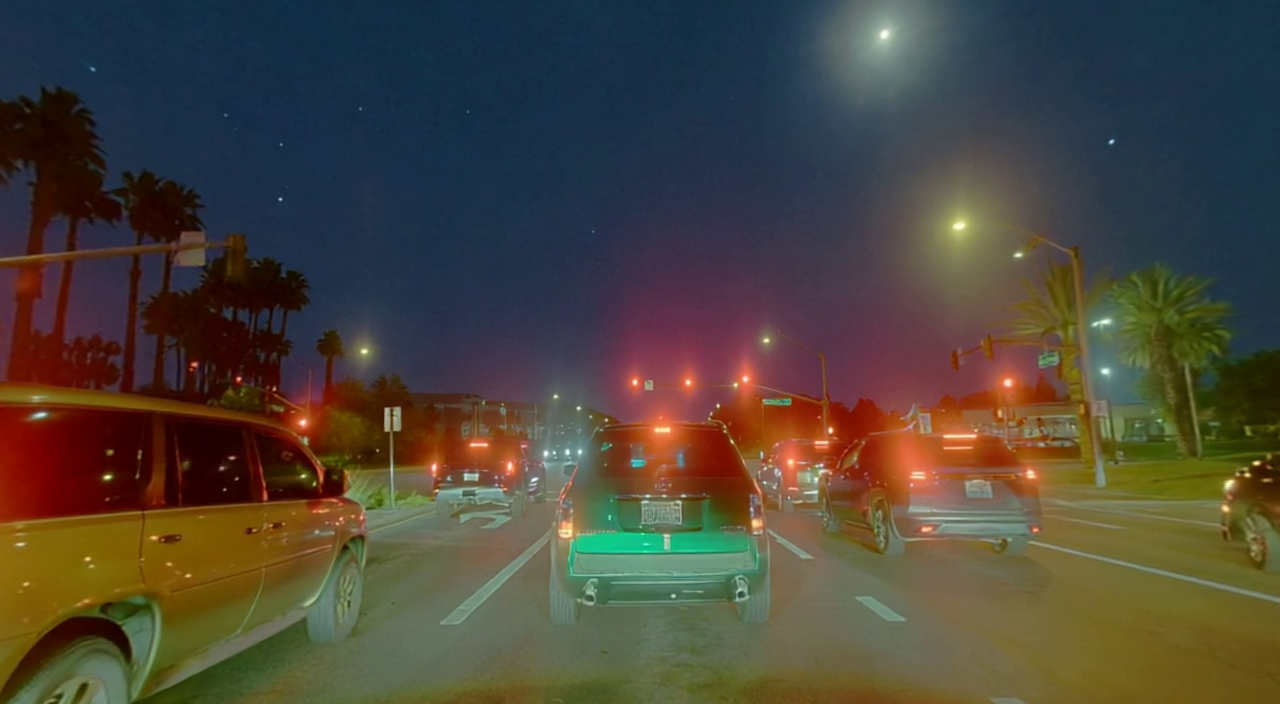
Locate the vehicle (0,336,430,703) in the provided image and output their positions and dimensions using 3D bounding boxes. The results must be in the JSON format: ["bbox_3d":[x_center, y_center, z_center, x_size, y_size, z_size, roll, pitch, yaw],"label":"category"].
[{"bbox_3d":[-3.160,1.087,3.902,2.171,1.702,4.416,0,-9,0],"label":"vehicle"}]

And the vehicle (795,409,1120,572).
[{"bbox_3d":[4.012,1.857,9.301,2.072,1.704,5.170,0,-9,0],"label":"vehicle"}]

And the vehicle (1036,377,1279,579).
[{"bbox_3d":[7.335,1.335,6.862,2.337,1.925,5.728,0,-8,1],"label":"vehicle"}]

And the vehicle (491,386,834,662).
[{"bbox_3d":[0.170,1.375,6.046,2.123,1.704,4.128,0,-9,1],"label":"vehicle"}]
